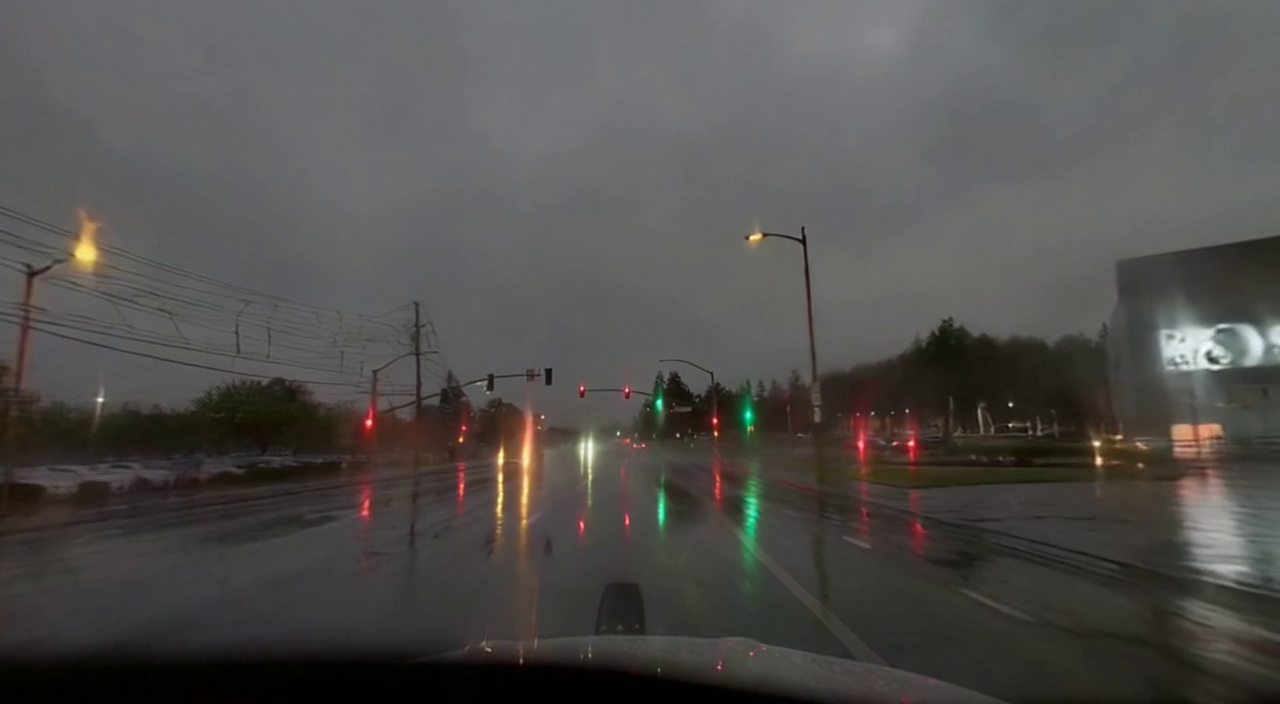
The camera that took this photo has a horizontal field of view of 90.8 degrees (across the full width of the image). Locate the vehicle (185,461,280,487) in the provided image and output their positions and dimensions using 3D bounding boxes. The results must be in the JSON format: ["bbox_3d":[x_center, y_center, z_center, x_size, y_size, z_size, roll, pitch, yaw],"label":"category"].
[{"bbox_3d":[-24.761,7.428,38.514,4.403,1.465,1.928,0,-9,-3],"label":"vehicle"}]

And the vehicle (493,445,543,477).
[{"bbox_3d":[-6.063,5.457,31.867,1.928,1.451,4.219,0,-9,-4],"label":"vehicle"}]
